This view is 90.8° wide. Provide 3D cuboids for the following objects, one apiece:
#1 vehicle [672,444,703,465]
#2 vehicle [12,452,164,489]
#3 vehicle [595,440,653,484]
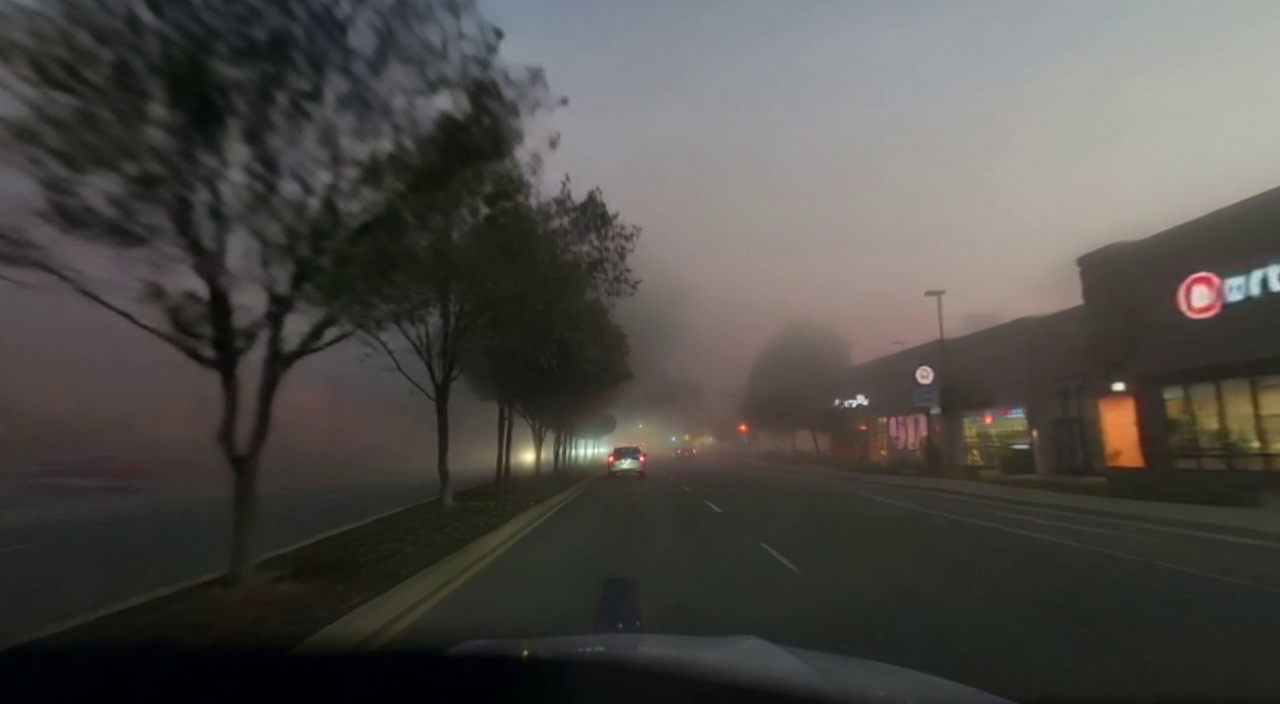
[{"bbox_3d":[3.502,7.622,47.282,1.910,1.474,4.003,0,-9,-2],"label":"vehicle"},{"bbox_3d":[-23.189,4.981,26.689,4.472,1.412,1.891,0,-9,-3],"label":"vehicle"},{"bbox_3d":[-0.585,4.084,23.677,2.006,1.487,3.535,0,-9,-1],"label":"vehicle"}]
